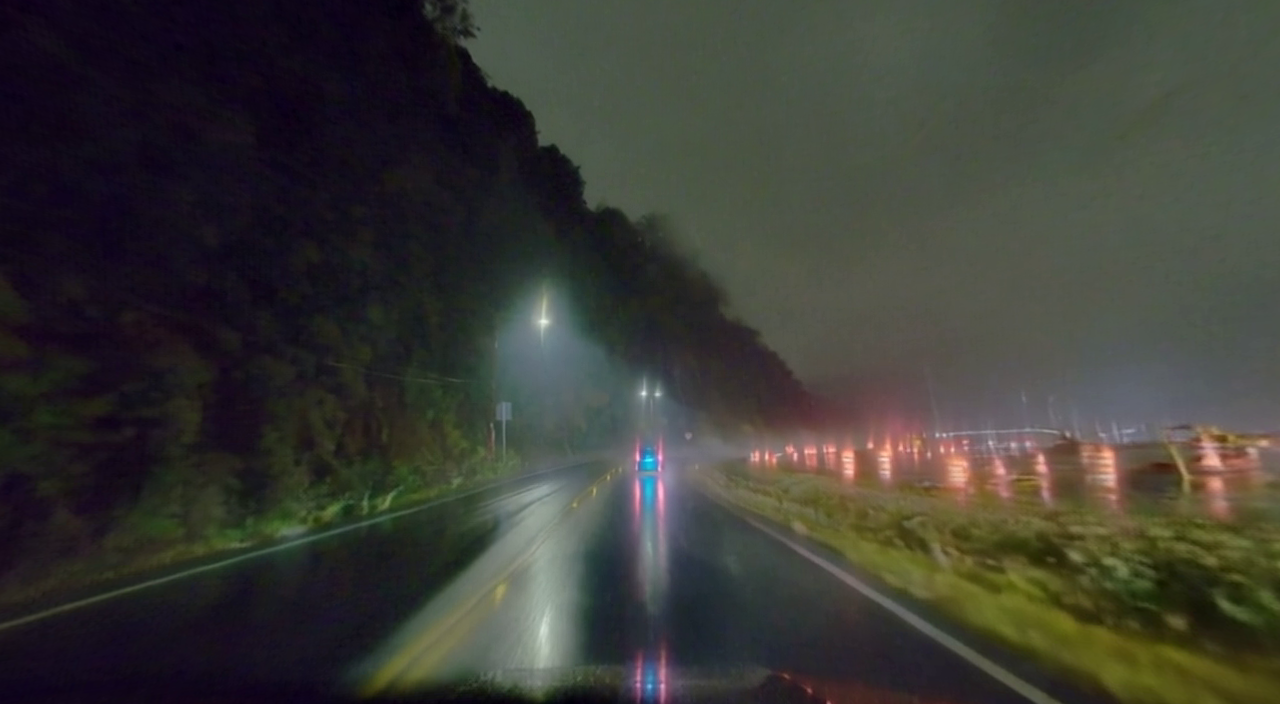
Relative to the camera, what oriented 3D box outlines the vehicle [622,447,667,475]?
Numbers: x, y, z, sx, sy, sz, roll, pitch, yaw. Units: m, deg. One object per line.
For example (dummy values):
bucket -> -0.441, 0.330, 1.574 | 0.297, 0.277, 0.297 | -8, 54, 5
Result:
vehicle -> 0.338, 6.195, 36.065 | 2.259, 1.503, 4.075 | -1, -9, 5
